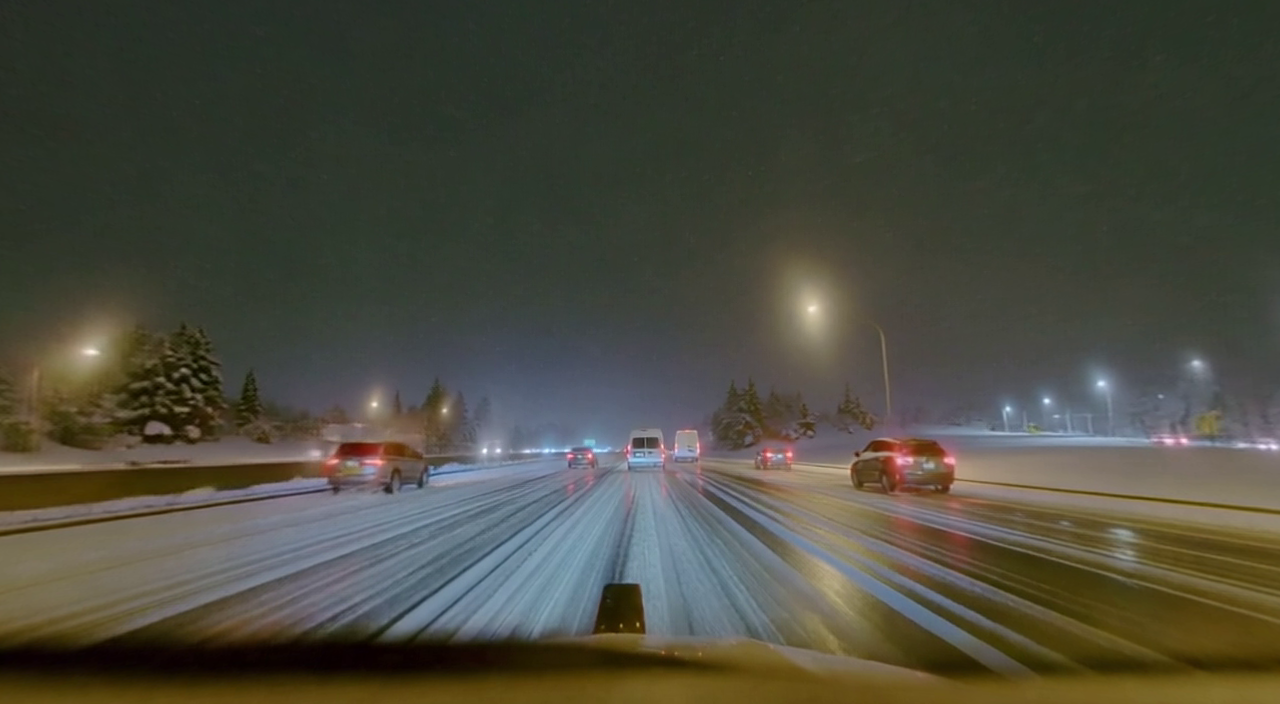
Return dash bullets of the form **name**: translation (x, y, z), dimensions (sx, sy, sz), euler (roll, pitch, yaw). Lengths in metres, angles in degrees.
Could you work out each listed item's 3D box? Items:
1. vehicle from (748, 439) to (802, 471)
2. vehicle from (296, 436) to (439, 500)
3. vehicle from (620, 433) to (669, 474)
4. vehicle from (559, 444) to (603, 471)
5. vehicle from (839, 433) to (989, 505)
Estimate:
- **vehicle**: translation (7.995, 6.165, 37.913), dimensions (2.147, 1.808, 5.243), euler (0, -9, 0)
- **vehicle**: translation (-7.710, 3.315, 18.432), dimensions (2.108, 1.619, 4.548), euler (0, -8, 1)
- **vehicle**: translation (0.257, 5.509, 34.433), dimensions (2.509, 2.062, 4.639), euler (0, -9, 0)
- **vehicle**: translation (-3.610, 6.533, 39.216), dimensions (2.173, 1.542, 4.781), euler (0, -9, 1)
- **vehicle**: translation (7.197, 3.107, 17.186), dimensions (2.146, 1.678, 4.489), euler (0, -9, 2)
